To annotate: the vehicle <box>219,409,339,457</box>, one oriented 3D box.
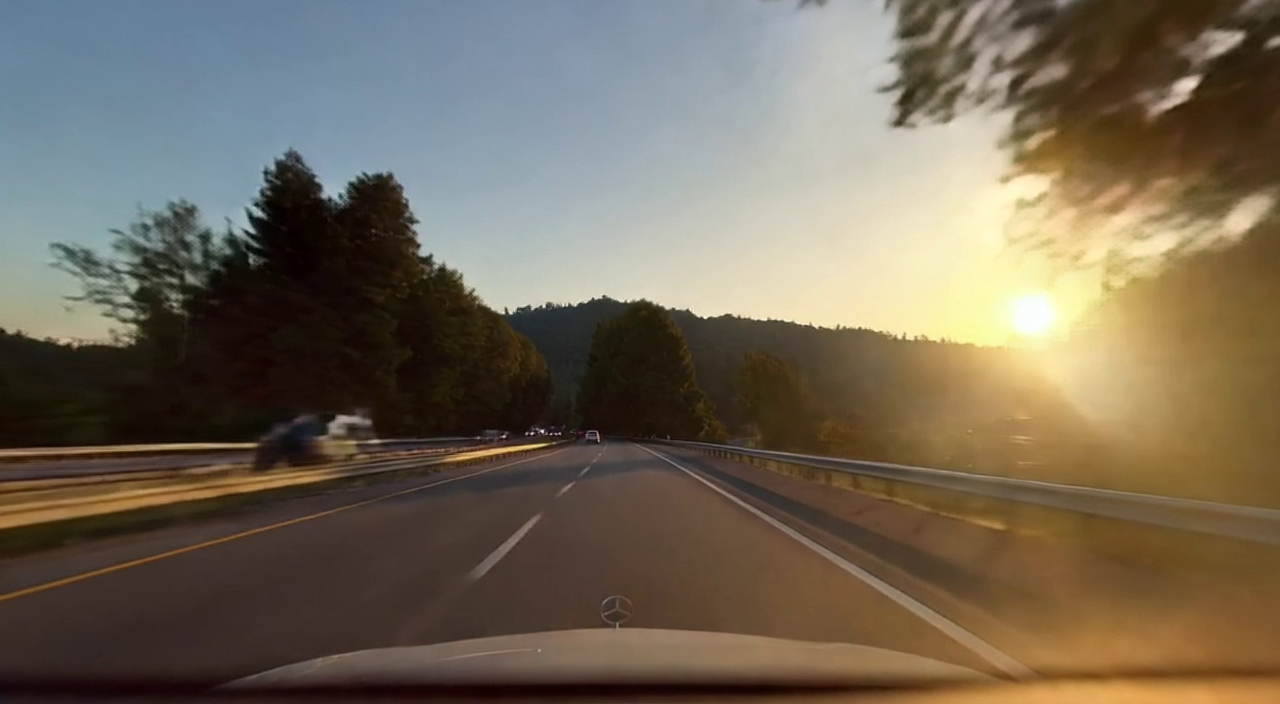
[{"bbox_3d":[-13.425,3.090,23.839,1.920,1.636,4.632,0,-8,-2],"label":"vehicle"}]
